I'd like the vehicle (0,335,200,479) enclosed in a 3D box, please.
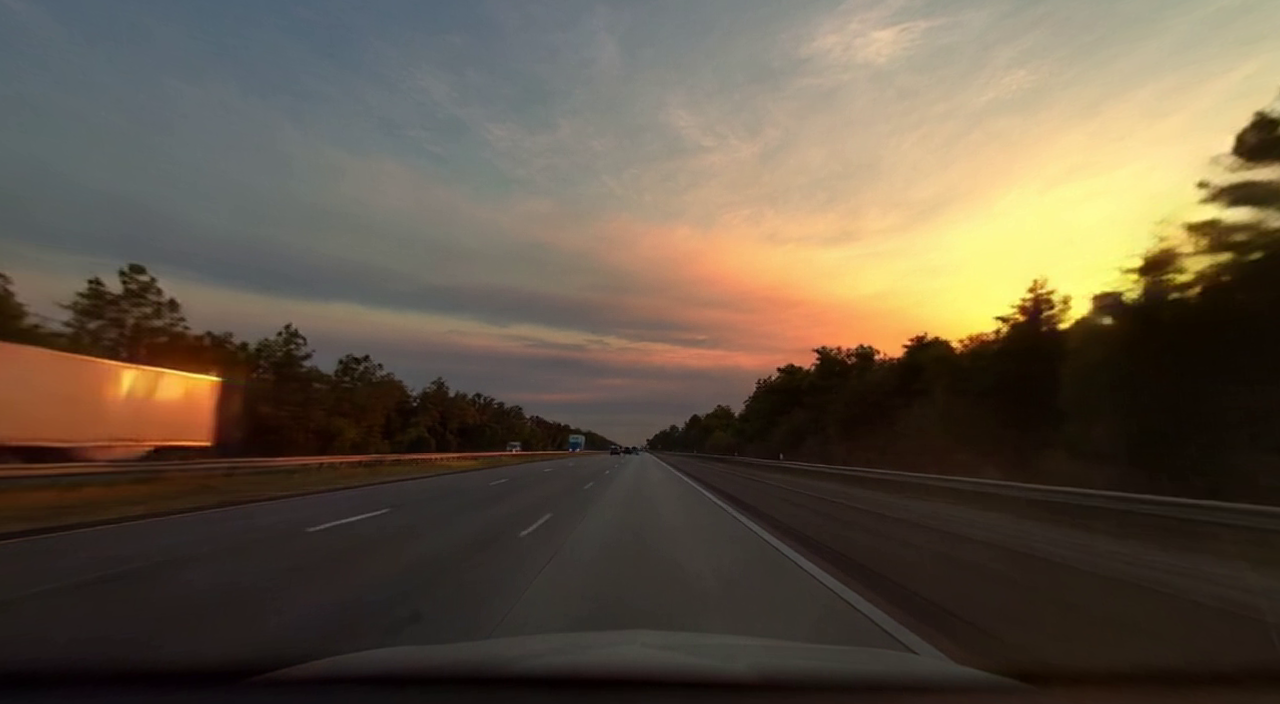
[{"bbox_3d":[-18.893,1.577,17.637,2.948,3.895,14.360,0,-9,0],"label":"vehicle"}]
